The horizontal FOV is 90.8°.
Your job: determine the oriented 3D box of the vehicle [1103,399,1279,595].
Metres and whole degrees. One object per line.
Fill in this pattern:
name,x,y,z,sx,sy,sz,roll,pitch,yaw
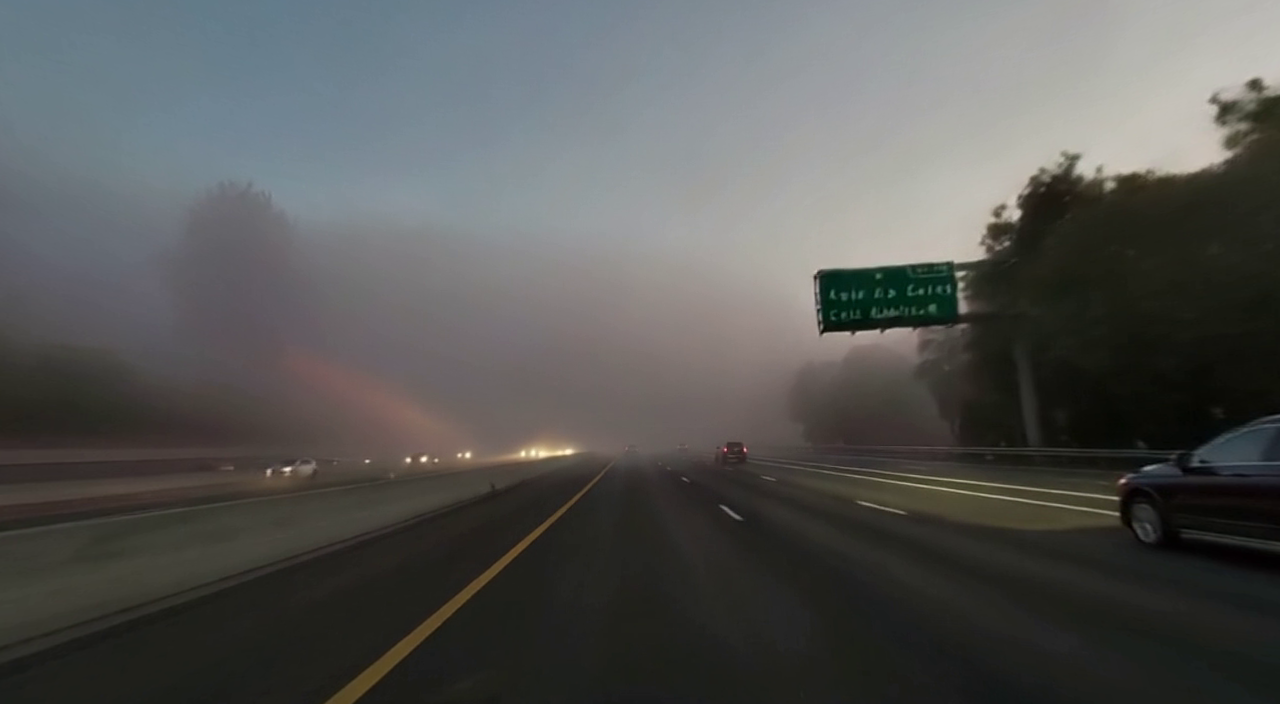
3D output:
vehicle,6.533,1.174,4.969,2.052,1.660,4.837,0,-9,-1

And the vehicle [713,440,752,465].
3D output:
vehicle,6.490,7.076,44.624,2.030,1.706,4.279,0,-9,-1
